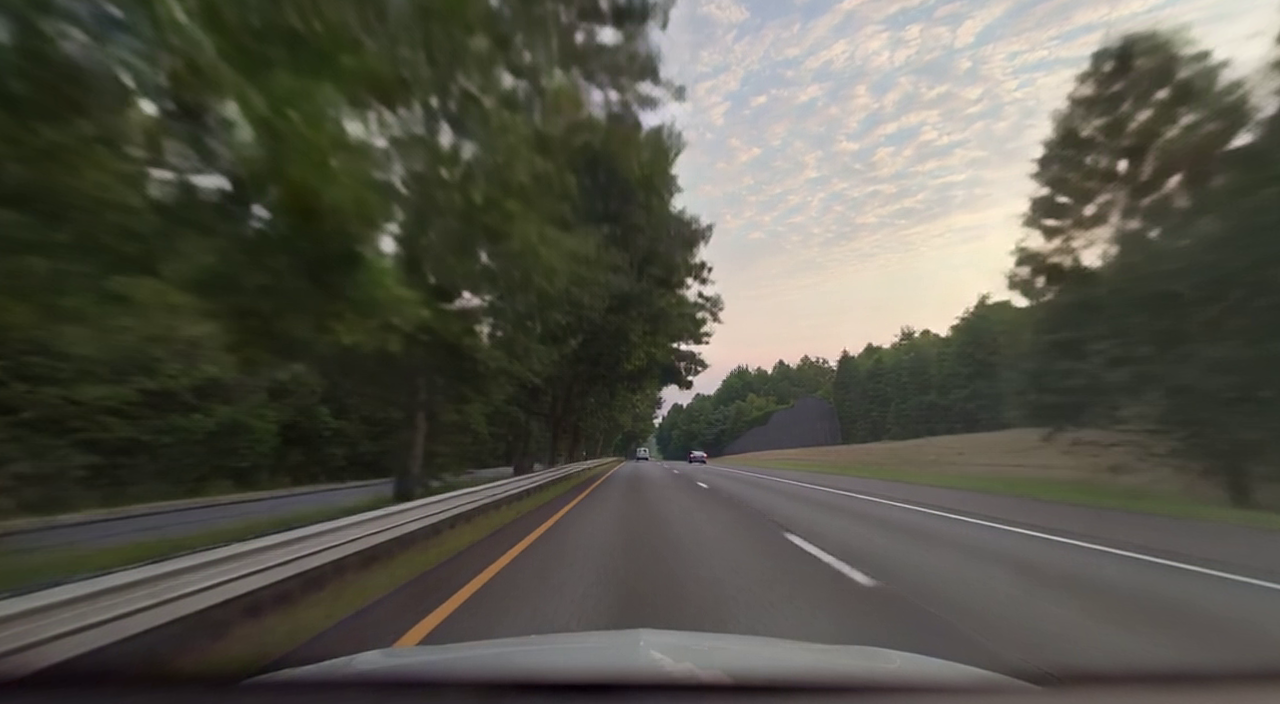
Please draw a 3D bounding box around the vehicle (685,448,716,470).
[{"bbox_3d":[4.489,7.939,46.909,1.846,1.485,3.679,0,-9,-1],"label":"vehicle"}]

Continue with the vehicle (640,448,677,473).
[{"bbox_3d":[1.128,6.880,40.134,2.162,1.492,3.975,0,-9,0],"label":"vehicle"}]
